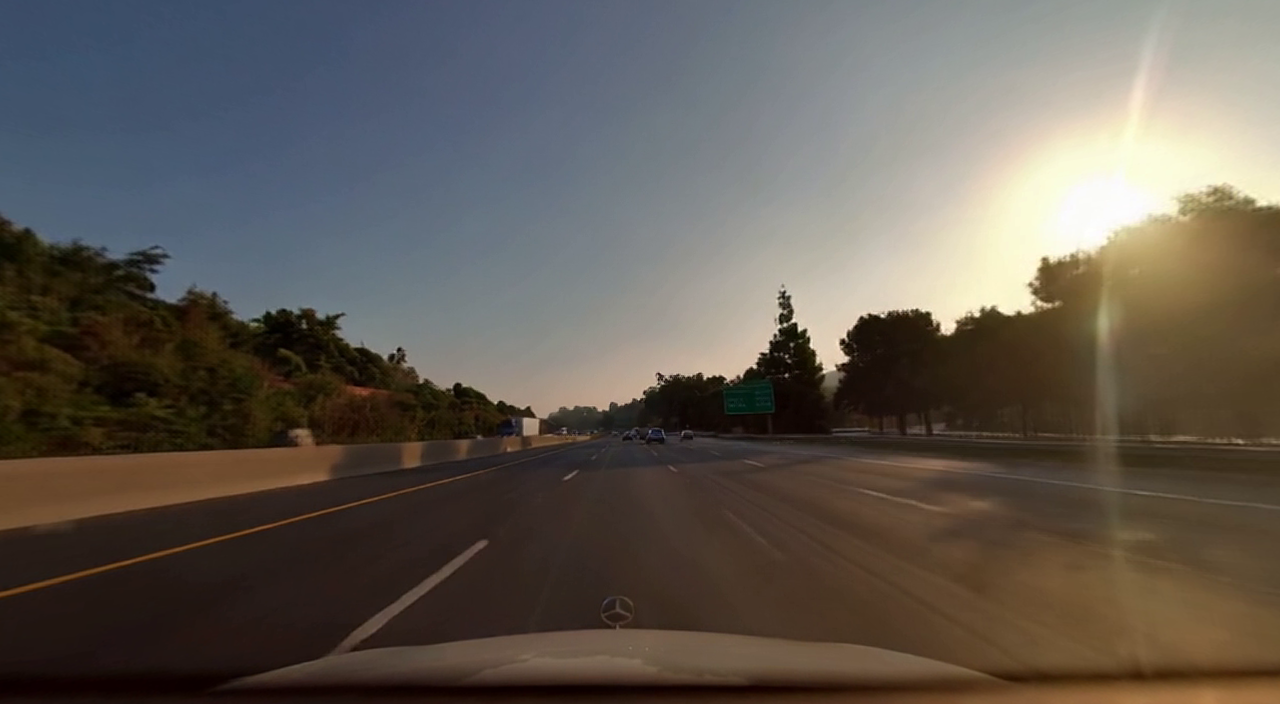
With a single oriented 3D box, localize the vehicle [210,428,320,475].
[{"bbox_3d":[-16.910,4.497,28.733,2.068,1.935,4.791,0,-8,0],"label":"vehicle"}]
